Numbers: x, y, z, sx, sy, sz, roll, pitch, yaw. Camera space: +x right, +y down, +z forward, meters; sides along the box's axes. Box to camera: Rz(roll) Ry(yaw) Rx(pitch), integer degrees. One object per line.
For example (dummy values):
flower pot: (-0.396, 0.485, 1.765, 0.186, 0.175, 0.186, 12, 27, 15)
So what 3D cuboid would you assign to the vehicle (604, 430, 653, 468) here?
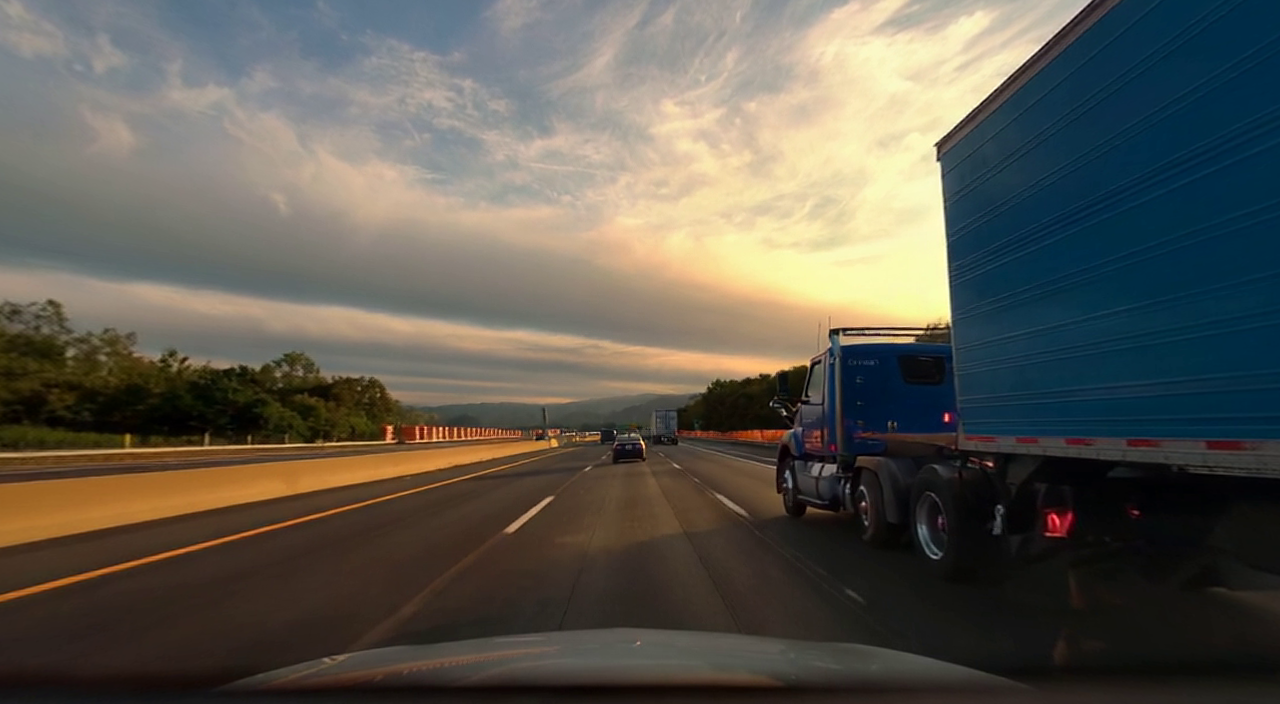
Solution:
vehicle: (-0.472, 4.081, 26.689, 1.929, 1.469, 3.677, 0, -8, -1)

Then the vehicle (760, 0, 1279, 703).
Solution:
vehicle: (3.529, 0.152, 4.602, 2.919, 3.634, 10.888, 0, -8, -1)
